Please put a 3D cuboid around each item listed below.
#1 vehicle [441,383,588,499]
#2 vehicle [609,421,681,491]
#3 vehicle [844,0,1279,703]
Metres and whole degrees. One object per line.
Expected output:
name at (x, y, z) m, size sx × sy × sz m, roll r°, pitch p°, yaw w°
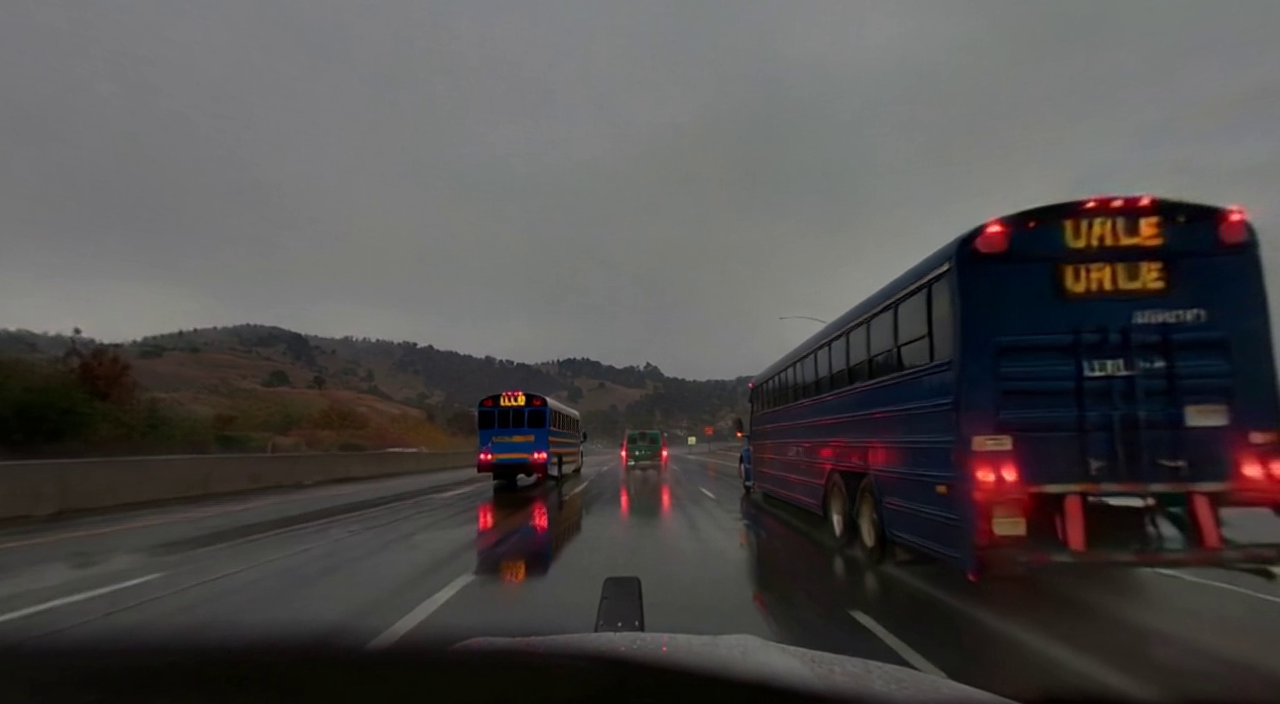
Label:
vehicle at (-3.605, 2.896, 20.567) m, size 2.947 × 3.009 × 7.991 m, roll -1°, pitch -8°, yaw 1°
vehicle at (0.113, 3.243, 19.964) m, size 2.037 × 1.929 × 4.343 m, roll 0°, pitch -8°, yaw -1°
vehicle at (4.209, -0.397, 1.468) m, size 3.006 × 4.101 × 13.245 m, roll 0°, pitch -8°, yaw 0°
